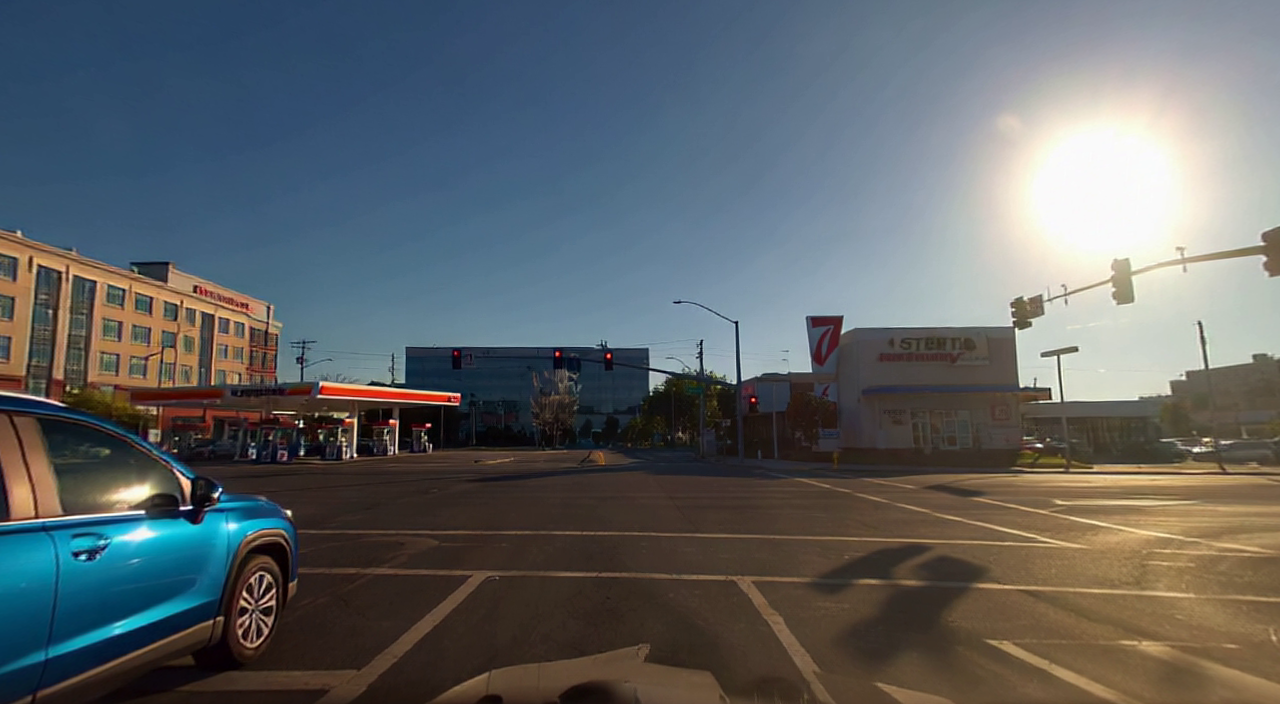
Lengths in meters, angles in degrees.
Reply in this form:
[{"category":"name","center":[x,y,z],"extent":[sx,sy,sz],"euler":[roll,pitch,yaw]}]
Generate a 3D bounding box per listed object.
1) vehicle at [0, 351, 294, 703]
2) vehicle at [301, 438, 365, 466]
[{"category":"vehicle","center":[-3.421,0.803,2.040],"extent":[2.053,1.690,4.364],"euler":[0,-9,1]},{"category":"vehicle","center":[-20.438,6.680,42.146],"extent":[2.004,1.699,4.486],"euler":[0,-9,1]}]
